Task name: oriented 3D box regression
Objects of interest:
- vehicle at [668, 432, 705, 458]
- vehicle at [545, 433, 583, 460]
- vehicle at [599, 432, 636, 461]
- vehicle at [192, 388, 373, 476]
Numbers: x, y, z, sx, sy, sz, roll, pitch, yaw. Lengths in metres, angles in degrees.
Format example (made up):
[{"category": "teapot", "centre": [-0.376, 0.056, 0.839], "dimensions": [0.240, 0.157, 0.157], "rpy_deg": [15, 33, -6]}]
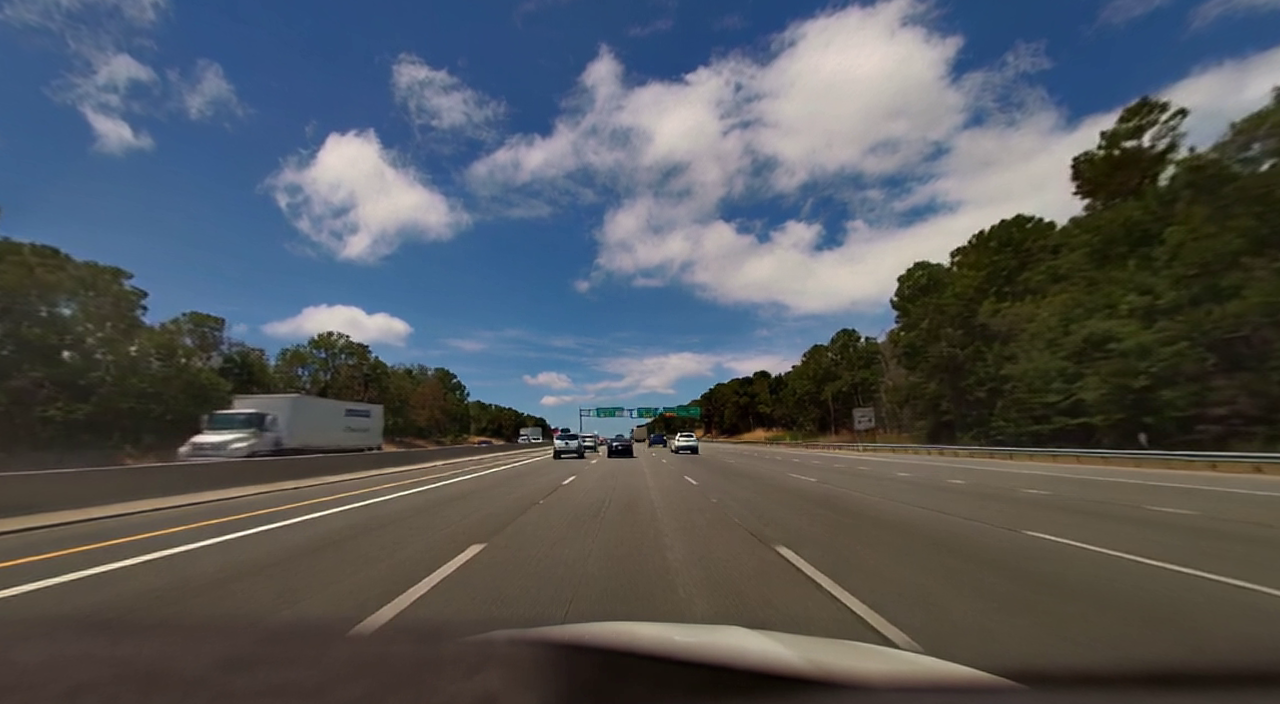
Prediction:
[{"category": "vehicle", "centre": [3.096, 6.254, 42.518], "dimensions": [2.066, 1.673, 4.225], "rpy_deg": [0, -8, -2]}, {"category": "vehicle", "centre": [-5.015, 6.257, 41.802], "dimensions": [2.046, 1.658, 4.008], "rpy_deg": [0, -8, -1]}, {"category": "vehicle", "centre": [-1.347, 5.677, 37.989], "dimensions": [2.119, 1.629, 3.946], "rpy_deg": [0, -8, -1]}, {"category": "vehicle", "centre": [-17.946, 4.245, 33.081], "dimensions": [2.834, 3.807, 11.612], "rpy_deg": [0, -8, -1]}]
